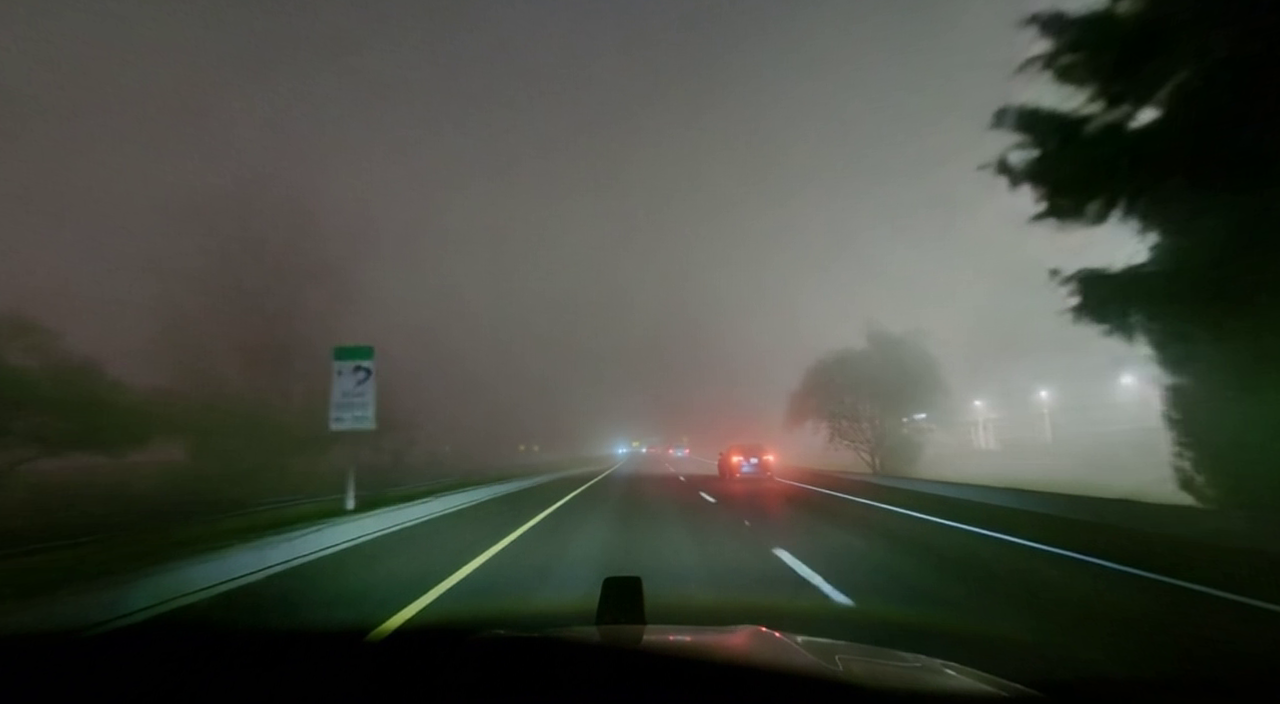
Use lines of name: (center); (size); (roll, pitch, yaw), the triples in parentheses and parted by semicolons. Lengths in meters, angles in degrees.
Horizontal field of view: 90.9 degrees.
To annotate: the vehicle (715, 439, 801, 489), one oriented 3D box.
vehicle: (3.964, 3.838, 21.997); (2.042, 1.518, 4.477); (0, -8, -1)
